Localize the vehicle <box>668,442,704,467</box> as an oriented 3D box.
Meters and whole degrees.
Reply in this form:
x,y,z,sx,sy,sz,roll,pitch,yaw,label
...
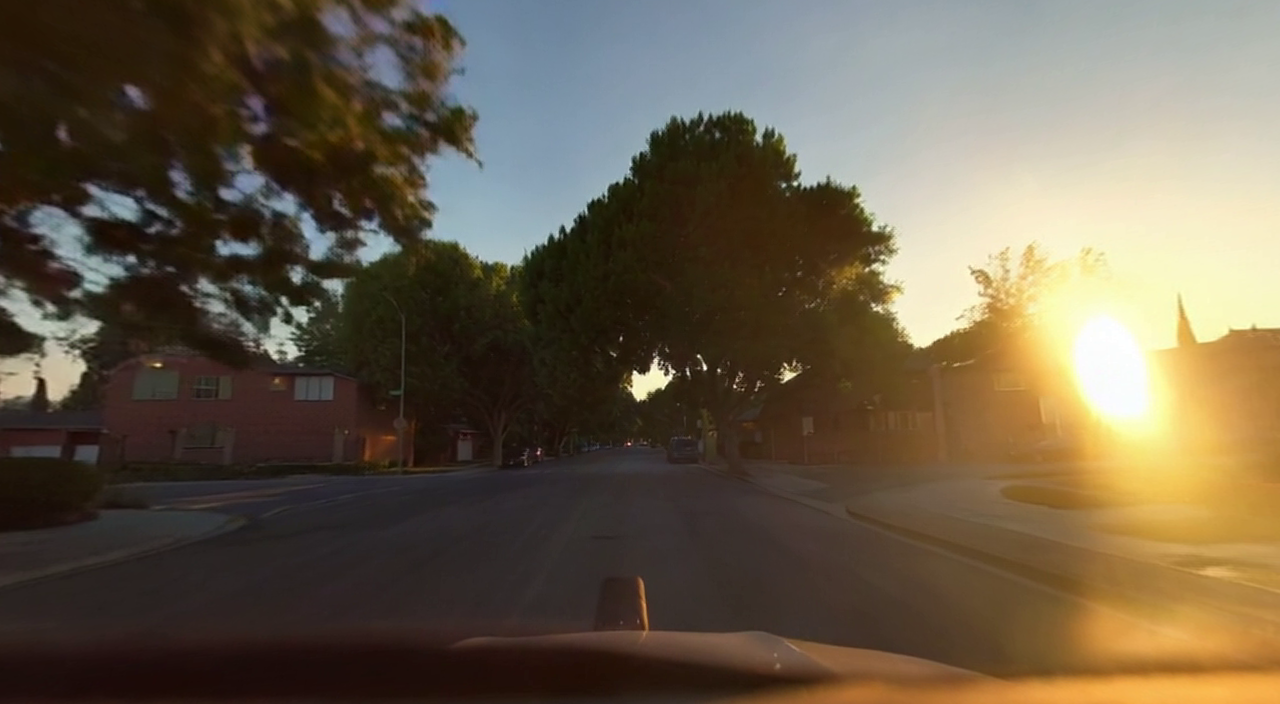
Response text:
x,y,z,sx,sy,sz,roll,pitch,yaw,label
2.925,6.612,40.987,1.881,1.487,4.183,0,-8,-3,vehicle
